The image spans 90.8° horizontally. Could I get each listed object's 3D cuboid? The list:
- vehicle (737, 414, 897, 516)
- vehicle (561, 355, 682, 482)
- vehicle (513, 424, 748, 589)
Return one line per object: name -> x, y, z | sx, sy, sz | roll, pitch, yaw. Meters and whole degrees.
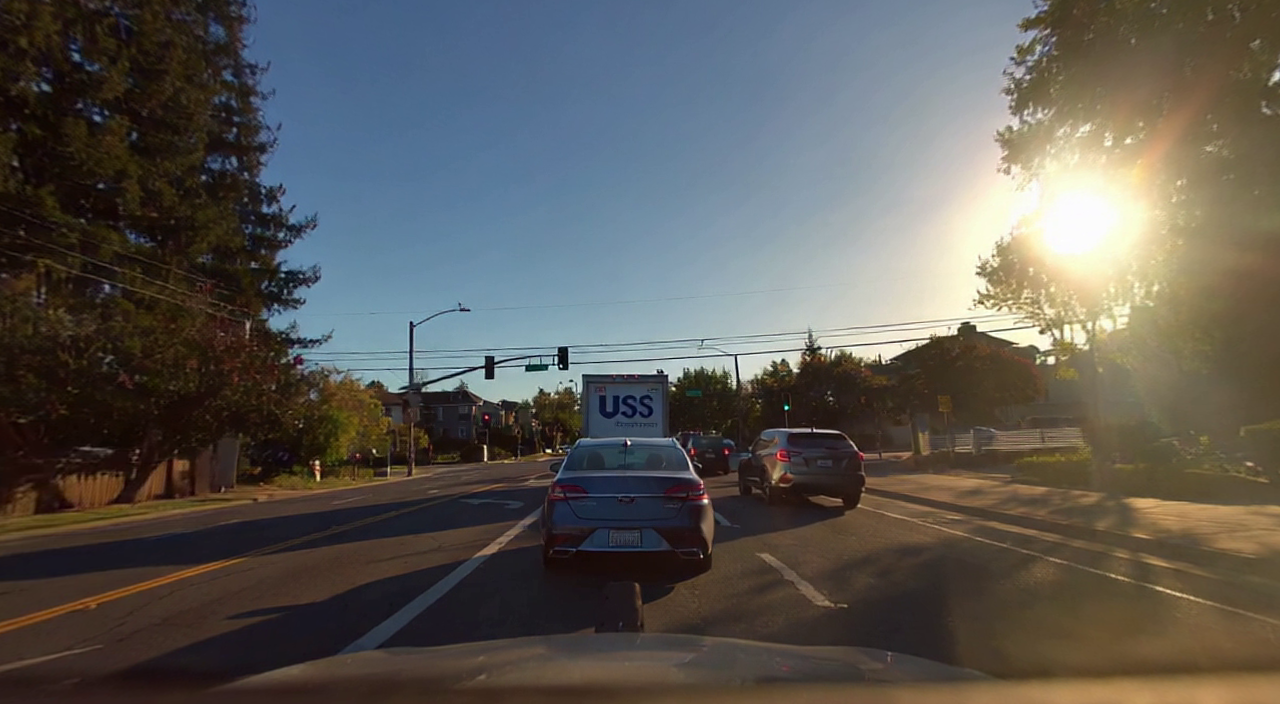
vehicle -> 3.598, 2.398, 13.885 | 2.145, 1.847, 4.524 | 0, -8, -1
vehicle -> -0.461, 2.214, 19.665 | 2.993, 3.151, 7.784 | 0, -8, 0
vehicle -> -0.143, 1.722, 7.935 | 2.135, 1.483, 4.207 | 0, -8, -2
